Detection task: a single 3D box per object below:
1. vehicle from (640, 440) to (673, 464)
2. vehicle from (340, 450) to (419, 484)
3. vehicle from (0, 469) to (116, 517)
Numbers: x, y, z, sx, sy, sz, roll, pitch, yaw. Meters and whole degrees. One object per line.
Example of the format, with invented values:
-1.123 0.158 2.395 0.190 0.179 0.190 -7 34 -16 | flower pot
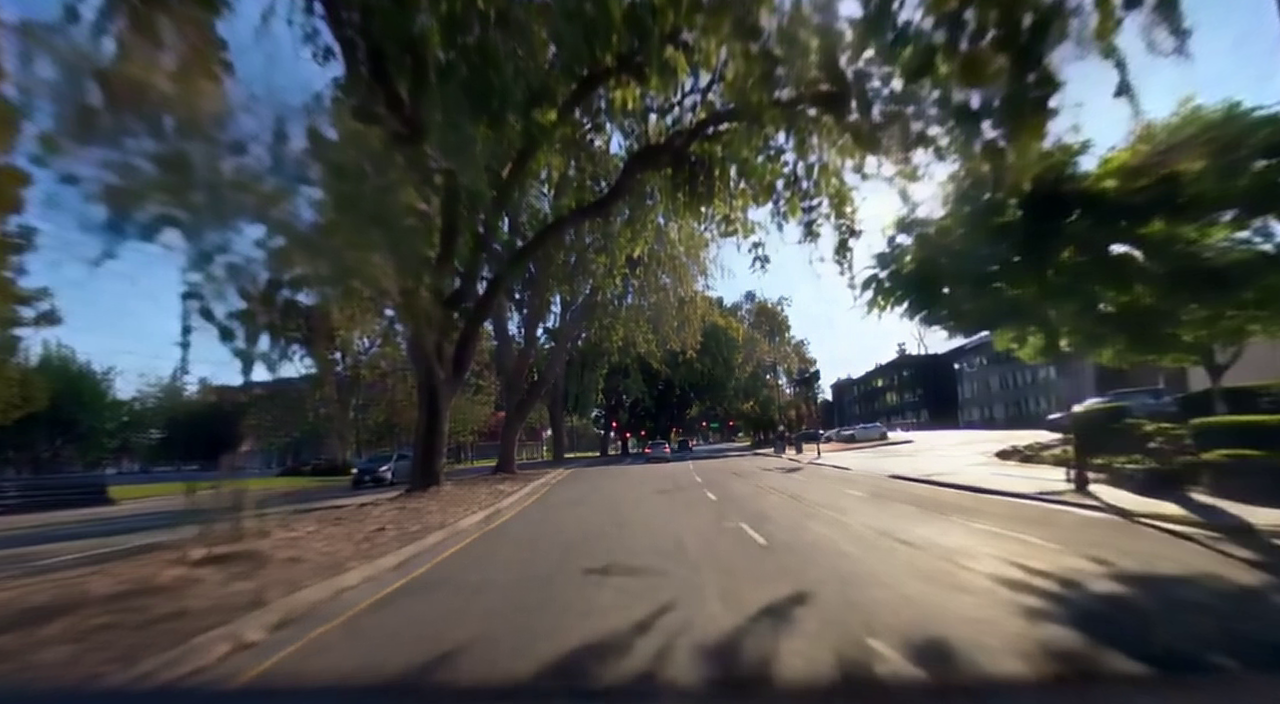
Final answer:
1.190 6.894 43.717 2.037 1.568 3.693 -1 -8 4 | vehicle
-15.659 6.917 38.362 2.292 1.843 5.642 -1 -8 1 | vehicle
-25.530 6.054 27.350 1.956 1.637 4.323 -4 -8 1 | vehicle
